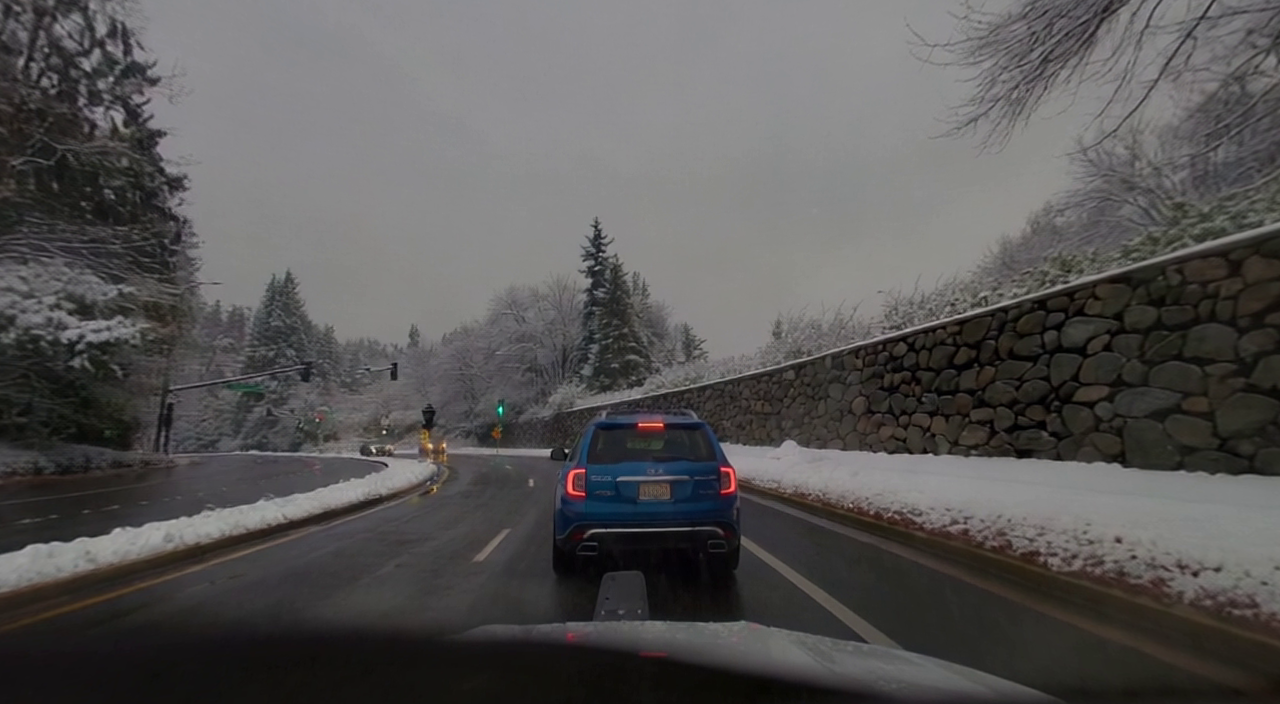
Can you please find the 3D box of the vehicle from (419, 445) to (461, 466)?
[{"bbox_3d":[-15.338,7.879,48.228,2.023,1.474,4.286,5,-10,-31],"label":"vehicle"}]

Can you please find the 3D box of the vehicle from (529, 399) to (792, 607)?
[{"bbox_3d":[-0.002,1.610,7.683,2.287,1.762,4.269,1,-8,-5],"label":"vehicle"}]

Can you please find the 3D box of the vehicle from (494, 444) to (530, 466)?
[{"bbox_3d":[-9.505,7.549,46.556,1.837,1.483,4.559,3,-9,-21],"label":"vehicle"}]
